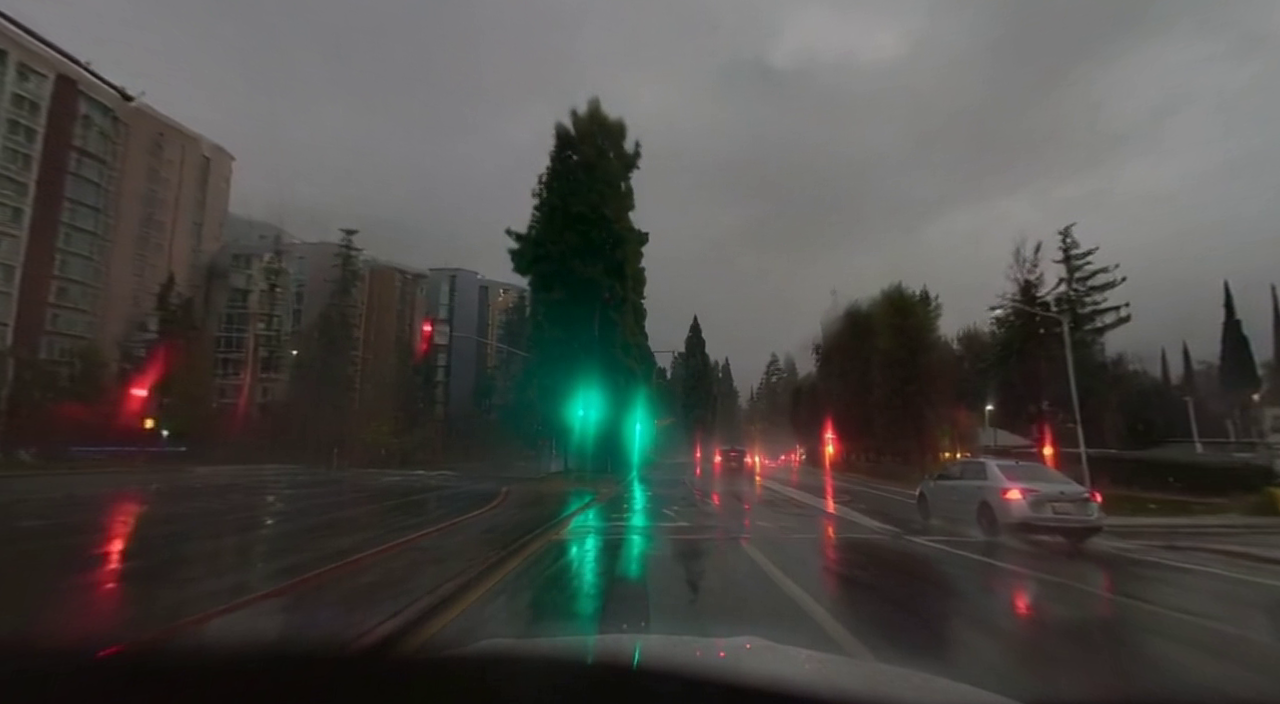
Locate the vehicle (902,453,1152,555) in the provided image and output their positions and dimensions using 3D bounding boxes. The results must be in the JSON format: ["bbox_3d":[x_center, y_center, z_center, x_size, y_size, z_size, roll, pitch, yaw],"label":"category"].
[{"bbox_3d":[6.975,2.737,12.121,1.899,1.496,4.559,0,-8,0],"label":"vehicle"}]

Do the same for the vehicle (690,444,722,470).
[{"bbox_3d":[4.964,7.950,47.963,2.102,1.859,4.349,0,-9,1],"label":"vehicle"}]

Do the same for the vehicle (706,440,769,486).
[{"bbox_3d":[4.241,4.887,28.136,2.154,1.844,4.634,0,-8,1],"label":"vehicle"}]
